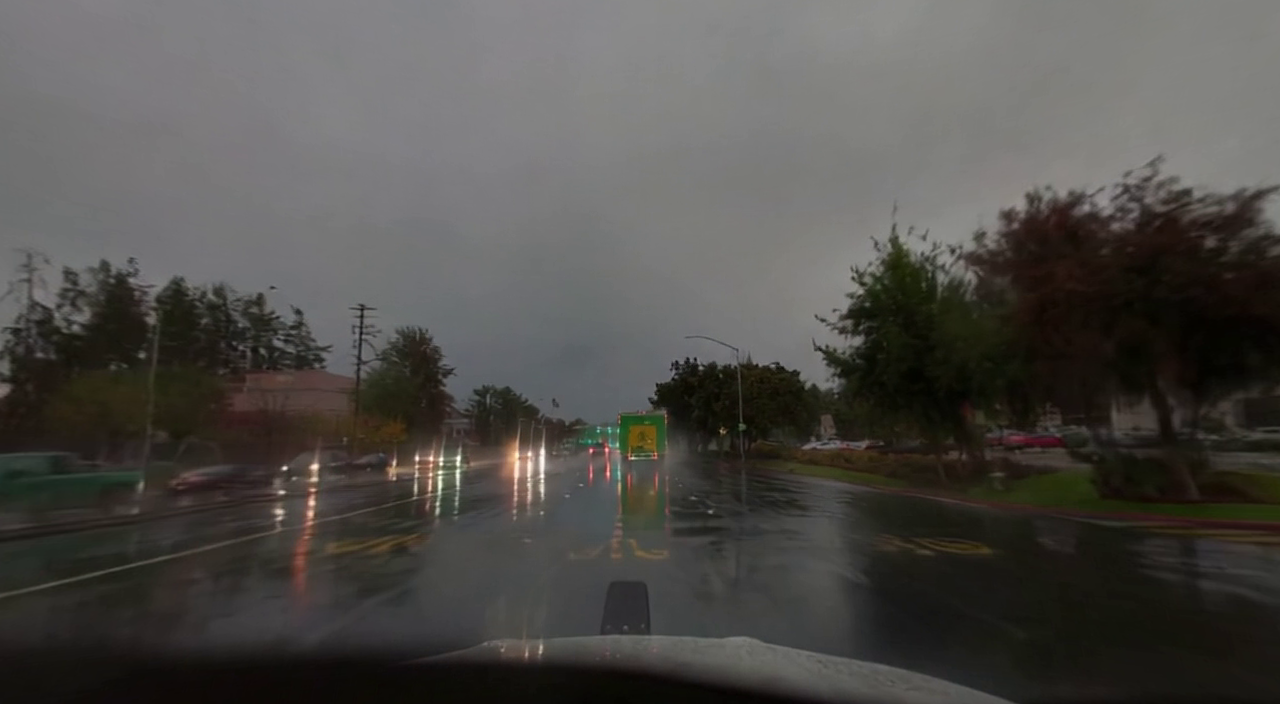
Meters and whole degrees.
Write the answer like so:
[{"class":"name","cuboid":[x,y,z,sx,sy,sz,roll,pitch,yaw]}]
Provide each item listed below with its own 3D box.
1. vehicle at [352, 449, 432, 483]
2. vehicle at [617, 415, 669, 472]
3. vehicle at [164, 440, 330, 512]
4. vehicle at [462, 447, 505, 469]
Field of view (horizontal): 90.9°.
[{"class":"vehicle","cuboid":[-11.774,5.401,30.267,1.935,1.467,4.451,-1,-8,2]},{"class":"vehicle","cuboid":[0.082,5.830,40.094,2.843,3.120,10.422,0,-8,-1]},{"class":"vehicle","cuboid":[-12.342,3.849,20.320,2.068,1.747,5.040,-4,-7,1]},{"class":"vehicle","cuboid":[-11.448,7.779,46.372,1.884,1.486,4.566,-1,-8,2]}]
